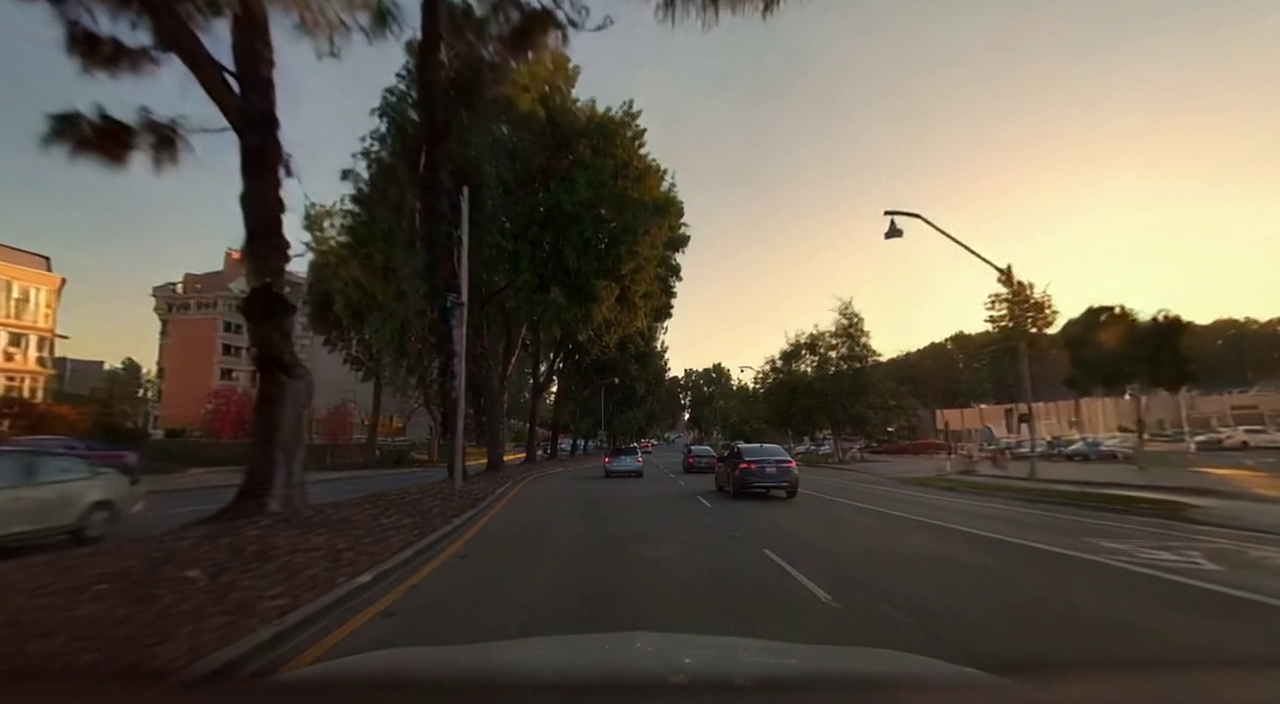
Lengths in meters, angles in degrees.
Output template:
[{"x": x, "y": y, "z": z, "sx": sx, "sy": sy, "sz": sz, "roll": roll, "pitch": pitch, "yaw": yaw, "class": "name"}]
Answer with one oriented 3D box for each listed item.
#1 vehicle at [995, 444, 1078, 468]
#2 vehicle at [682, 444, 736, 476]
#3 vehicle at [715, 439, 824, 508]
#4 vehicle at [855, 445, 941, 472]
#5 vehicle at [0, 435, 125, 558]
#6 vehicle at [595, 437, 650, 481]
[{"x": 26.912, "y": 7.087, "z": 42.997, "sx": 4.321, "sy": 1.580, "sz": 1.924, "roll": 0, "pitch": -10, "yaw": -3, "class": "vehicle"}, {"x": 3.323, "y": 5.307, "z": 31.332, "sx": 2.098, "sy": 1.456, "sz": 4.372, "roll": 0, "pitch": -9, "yaw": -1, "class": "vehicle"}, {"x": 3.065, "y": 2.957, "z": 15.784, "sx": 1.852, "sy": 1.498, "sz": 3.825, "roll": 0, "pitch": -9, "yaw": -1, "class": "vehicle"}, {"x": 16.415, "y": 6.781, "z": 40.306, "sx": 4.517, "sy": 1.491, "sz": 2.056, "roll": -1, "pitch": -8, "yaw": -7, "class": "vehicle"}, {"x": -8.871, "y": 1.765, "z": 7.655, "sx": 1.849, "sy": 1.506, "sz": 4.060, "roll": 0, "pitch": -9, "yaw": -1, "class": "vehicle"}, {"x": -0.686, "y": 4.451, "z": 26.505, "sx": 2.101, "sy": 1.694, "sz": 3.979, "roll": 0, "pitch": -9, "yaw": 0, "class": "vehicle"}]
